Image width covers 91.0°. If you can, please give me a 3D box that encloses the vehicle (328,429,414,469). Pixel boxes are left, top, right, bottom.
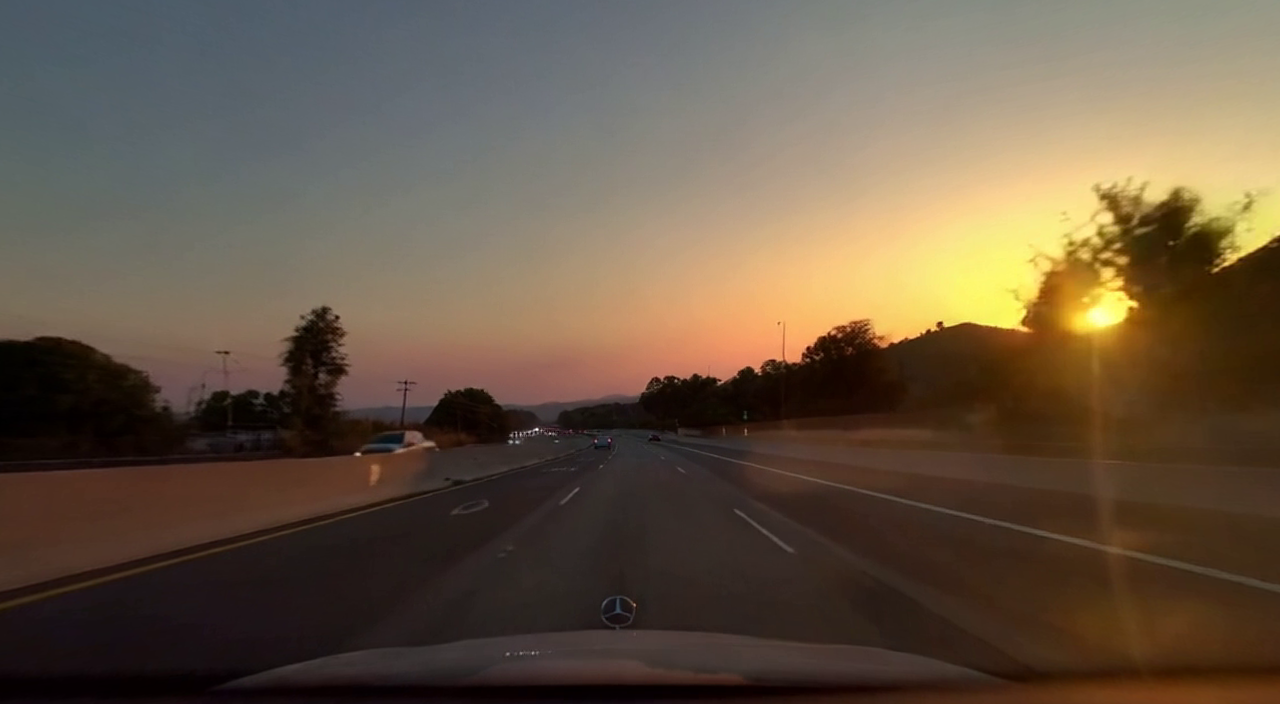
[{"bbox_3d":[-12.864,4.687,30.482,2.078,1.746,4.785,0,-8,-1],"label":"vehicle"}]
